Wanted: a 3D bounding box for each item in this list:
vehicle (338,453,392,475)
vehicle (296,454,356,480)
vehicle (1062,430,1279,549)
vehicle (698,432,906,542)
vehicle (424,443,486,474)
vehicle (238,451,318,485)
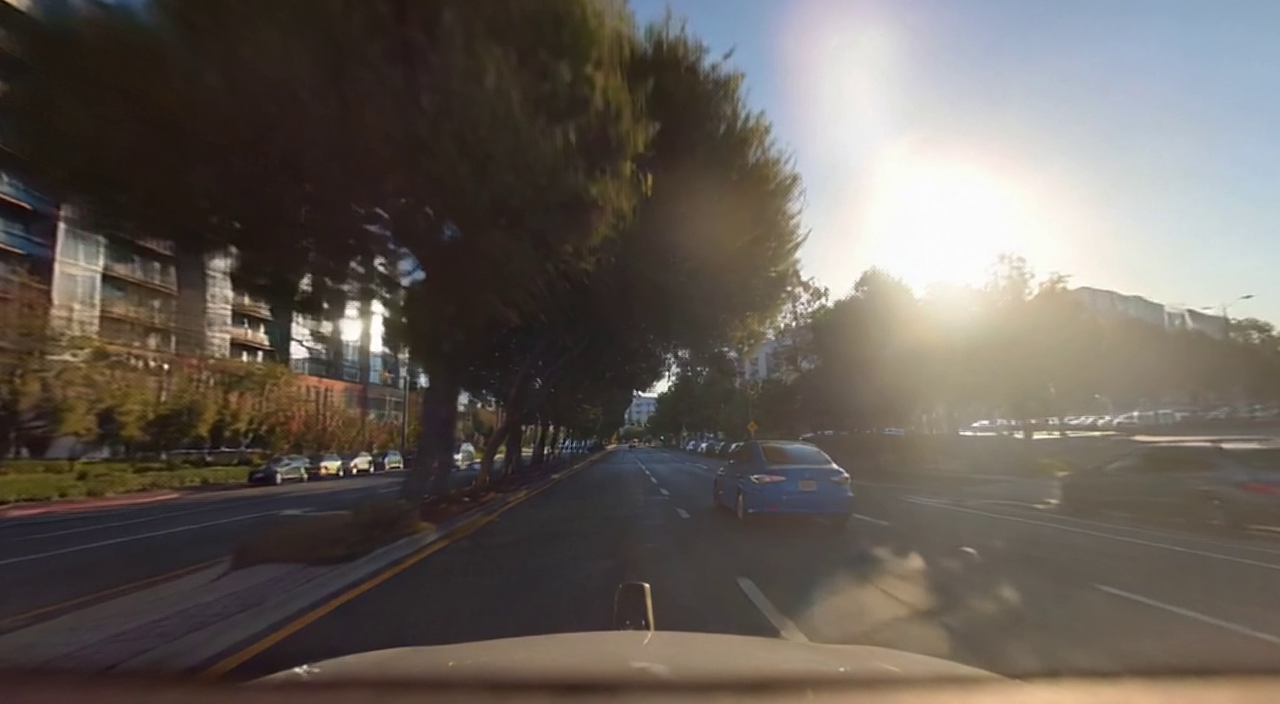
[{"bbox_3d":[-20.279,8.272,46.694,1.896,1.485,4.546,0,-8,1],"label":"vehicle"},{"bbox_3d":[-20.157,7.368,40.624,1.736,1.502,4.259,0,-8,-1],"label":"vehicle"},{"bbox_3d":[9.057,1.997,9.711,2.037,1.500,4.205,0,-8,-2],"label":"vehicle"},{"bbox_3d":[2.372,2.133,10.679,2.141,1.443,4.499,0,-8,-3],"label":"vehicle"},{"bbox_3d":[-9.861,5.697,34.010,1.990,1.496,4.598,0,-8,-1],"label":"vehicle"},{"bbox_3d":[-20.064,6.406,35.171,1.888,1.751,4.526,0,-8,-2],"label":"vehicle"}]
